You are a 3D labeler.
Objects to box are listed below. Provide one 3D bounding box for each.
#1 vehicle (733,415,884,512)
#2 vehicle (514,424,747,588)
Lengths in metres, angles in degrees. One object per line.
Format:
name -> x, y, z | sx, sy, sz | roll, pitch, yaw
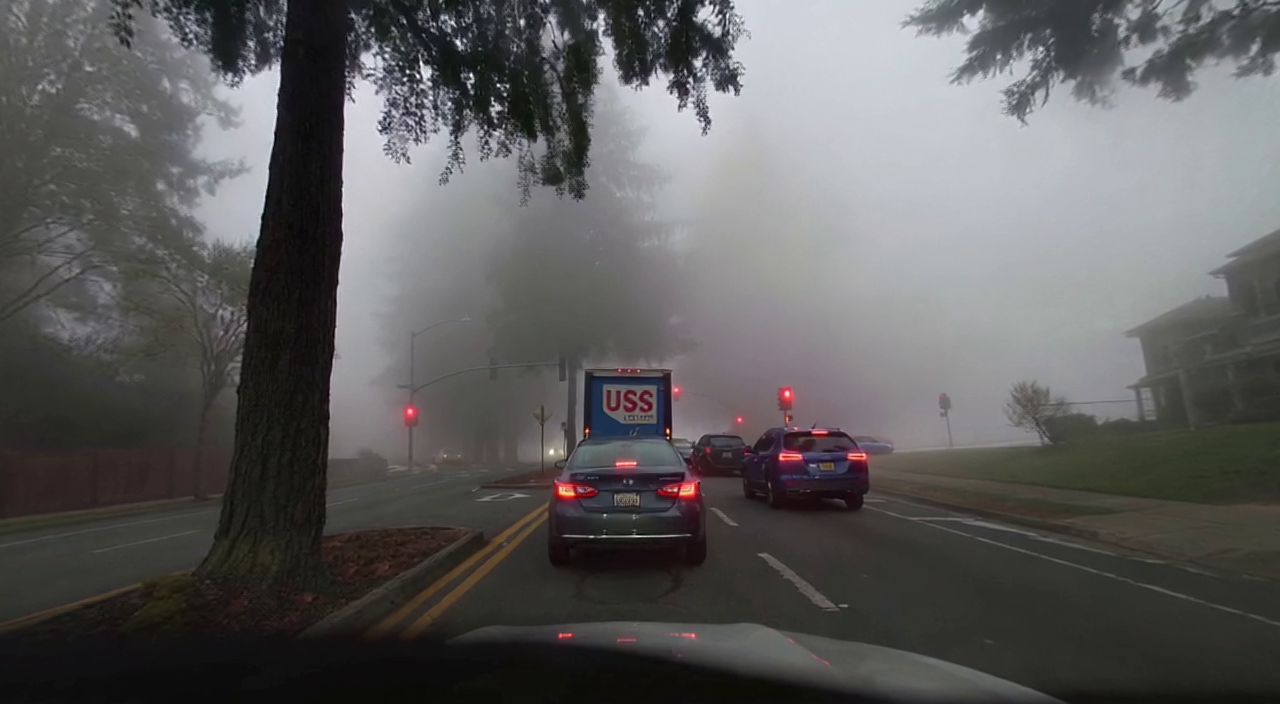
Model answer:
vehicle -> 3.604, 2.490, 14.541 | 2.145, 1.847, 4.524 | 0, -8, -1
vehicle -> -0.144, 1.732, 7.983 | 2.135, 1.483, 4.207 | 0, -8, -2
